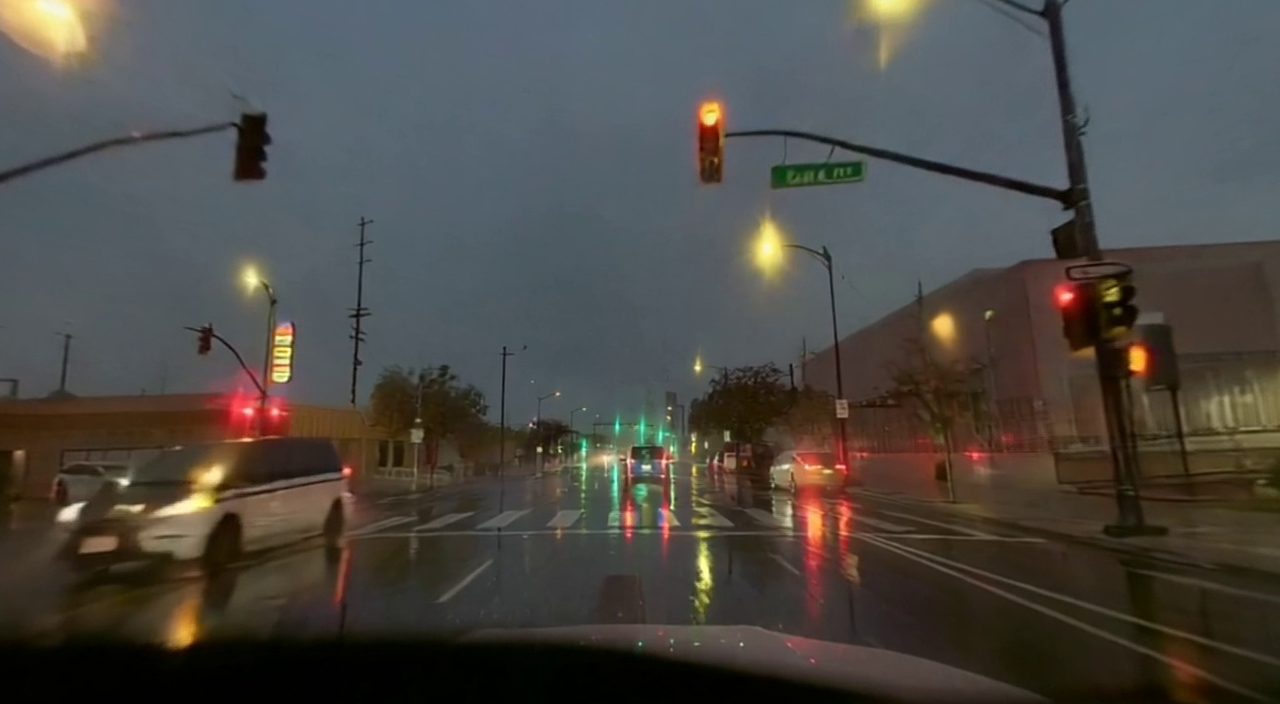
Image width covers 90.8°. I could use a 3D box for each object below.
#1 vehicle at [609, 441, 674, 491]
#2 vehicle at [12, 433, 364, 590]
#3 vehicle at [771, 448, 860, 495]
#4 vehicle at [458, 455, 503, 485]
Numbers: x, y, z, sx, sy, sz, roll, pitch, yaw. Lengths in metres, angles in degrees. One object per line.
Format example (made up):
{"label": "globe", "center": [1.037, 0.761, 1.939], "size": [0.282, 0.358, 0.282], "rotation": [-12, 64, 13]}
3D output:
{"label": "vehicle", "center": [0.047, 3.982, 22.404], "size": [2.086, 1.575, 4.205], "rotation": [0, -8, 0]}
{"label": "vehicle", "center": [-5.872, 2.054, 9.061], "size": [1.918, 1.679, 4.209], "rotation": [0, -8, 0]}
{"label": "vehicle", "center": [6.046, 4.146, 22.340], "size": [1.859, 1.470, 4.476], "rotation": [0, -8, 0]}
{"label": "vehicle", "center": [-10.776, 7.958, 42.920], "size": [1.887, 1.576, 4.530], "rotation": [-4, -6, -1]}
